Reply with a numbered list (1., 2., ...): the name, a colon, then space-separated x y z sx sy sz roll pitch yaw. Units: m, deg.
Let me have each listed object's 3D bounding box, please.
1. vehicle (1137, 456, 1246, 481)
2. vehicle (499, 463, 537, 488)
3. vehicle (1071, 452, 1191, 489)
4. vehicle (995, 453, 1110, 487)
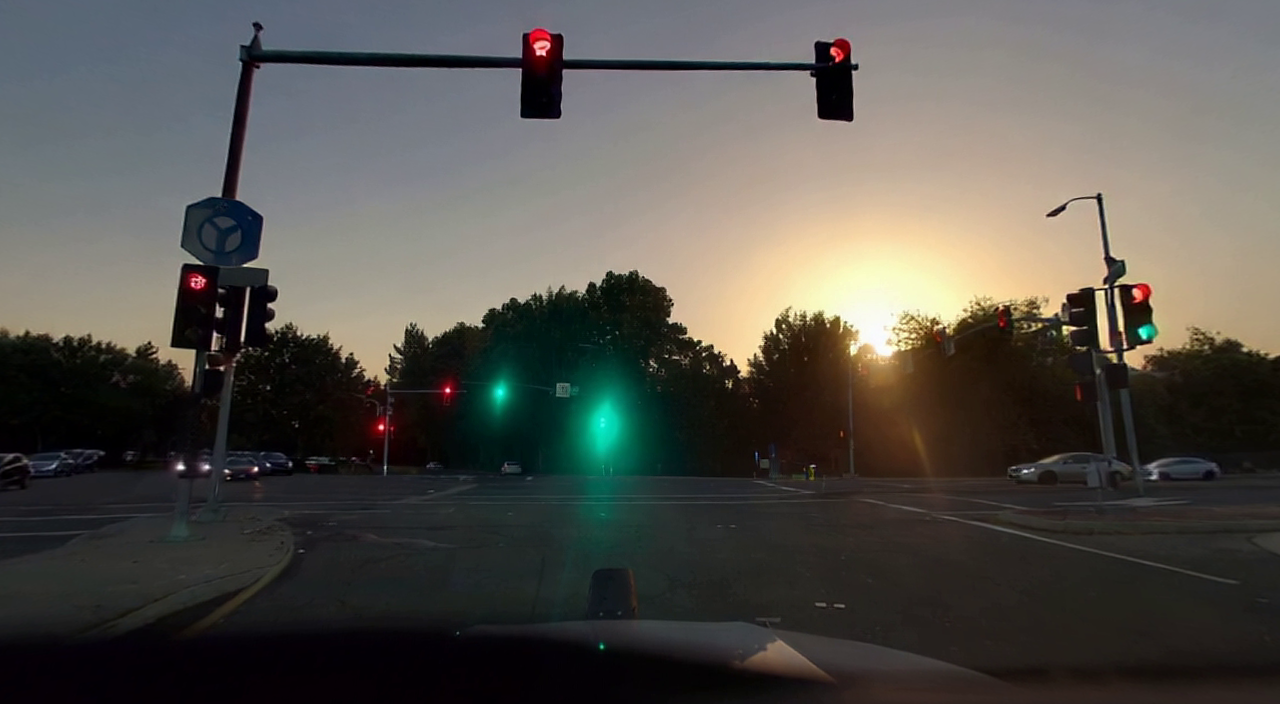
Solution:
1. vehicle: 33.505 7.104 38.410 4.555 1.474 1.914 -1 -11 8
2. vehicle: -9.033 9.201 46.941 2.045 1.608 3.709 0 -8 1
3. vehicle: 22.672 5.465 29.189 3.998 1.590 1.936 1 -11 -6
4. vehicle: 21.171 6.112 32.466 4.455 1.647 2.124 1 -12 -6
